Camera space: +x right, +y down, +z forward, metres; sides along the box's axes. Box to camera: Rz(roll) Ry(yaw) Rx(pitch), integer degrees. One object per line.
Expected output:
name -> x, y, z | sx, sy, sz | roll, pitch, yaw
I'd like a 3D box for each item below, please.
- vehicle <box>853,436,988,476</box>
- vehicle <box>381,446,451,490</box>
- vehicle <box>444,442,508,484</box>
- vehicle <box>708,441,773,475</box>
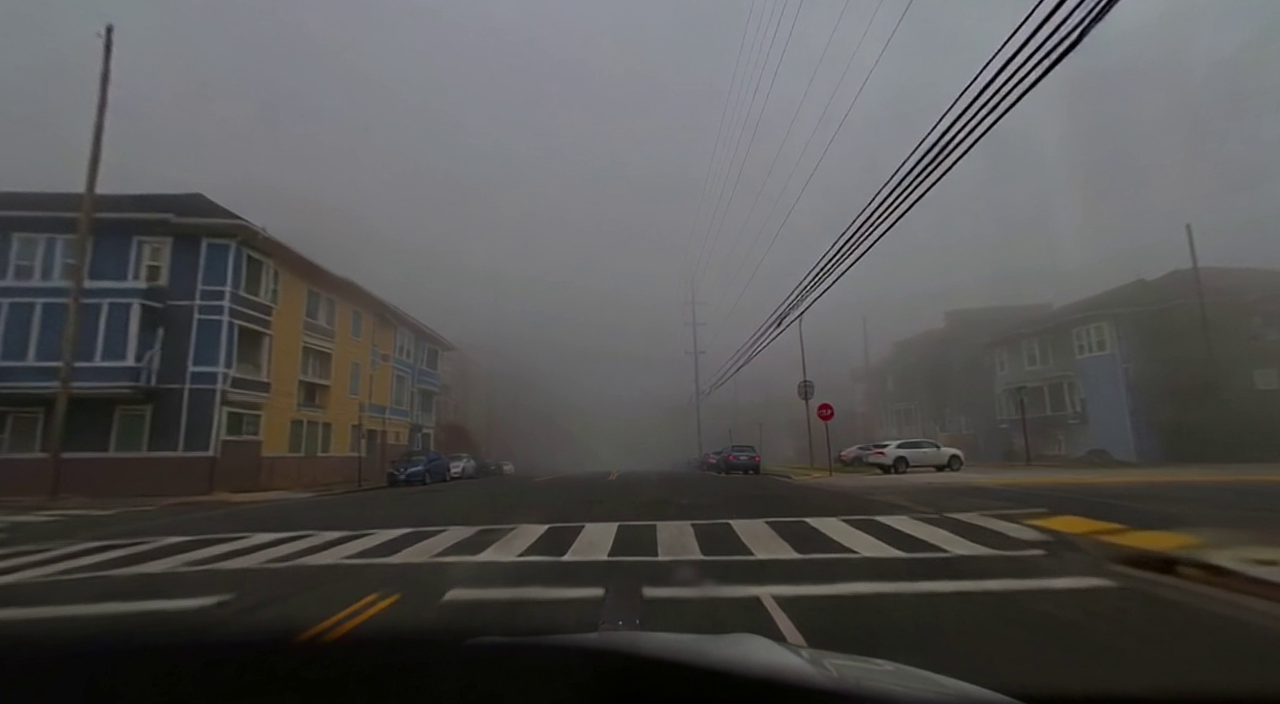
vehicle -> 10.800, 4.004, 24.477 | 4.336, 1.424, 1.954 | 2, -9, -10
vehicle -> -10.201, 5.319, 29.100 | 1.900, 1.683, 4.486 | -5, -10, -5
vehicle -> -10.526, 7.140, 41.039 | 2.687, 2.491, 5.936 | 0, -8, -2
vehicle -> 4.842, 5.199, 31.229 | 2.059, 1.502, 4.824 | 1, -8, -4
